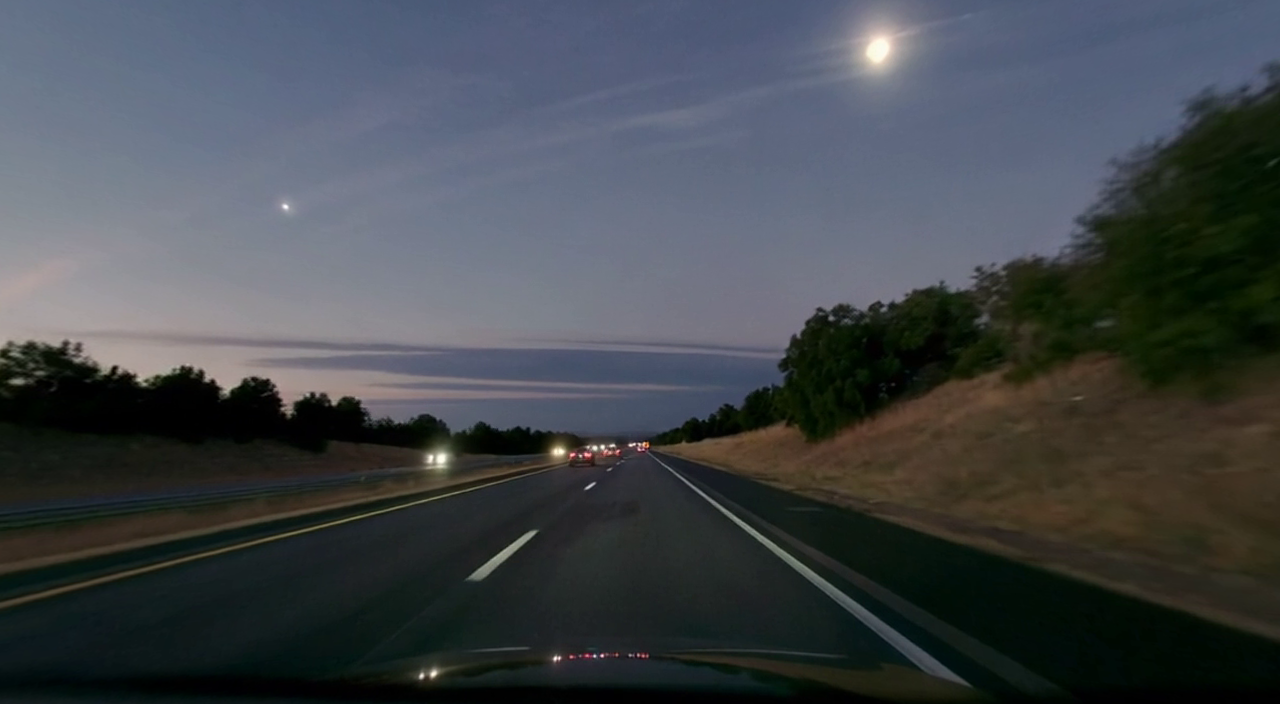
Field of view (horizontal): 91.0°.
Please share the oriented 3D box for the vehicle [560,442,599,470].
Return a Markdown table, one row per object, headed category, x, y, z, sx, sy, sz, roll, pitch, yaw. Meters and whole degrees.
| category | x | y | z | sx | sy | sz | roll | pitch | yaw |
| --- | --- | --- | --- | --- | --- | --- | --- | --- | --- |
| vehicle | -3.975 | 6.937 | 42.184 | 2.132 | 1.701 | 4.303 | 0 | -9 | 1 |
